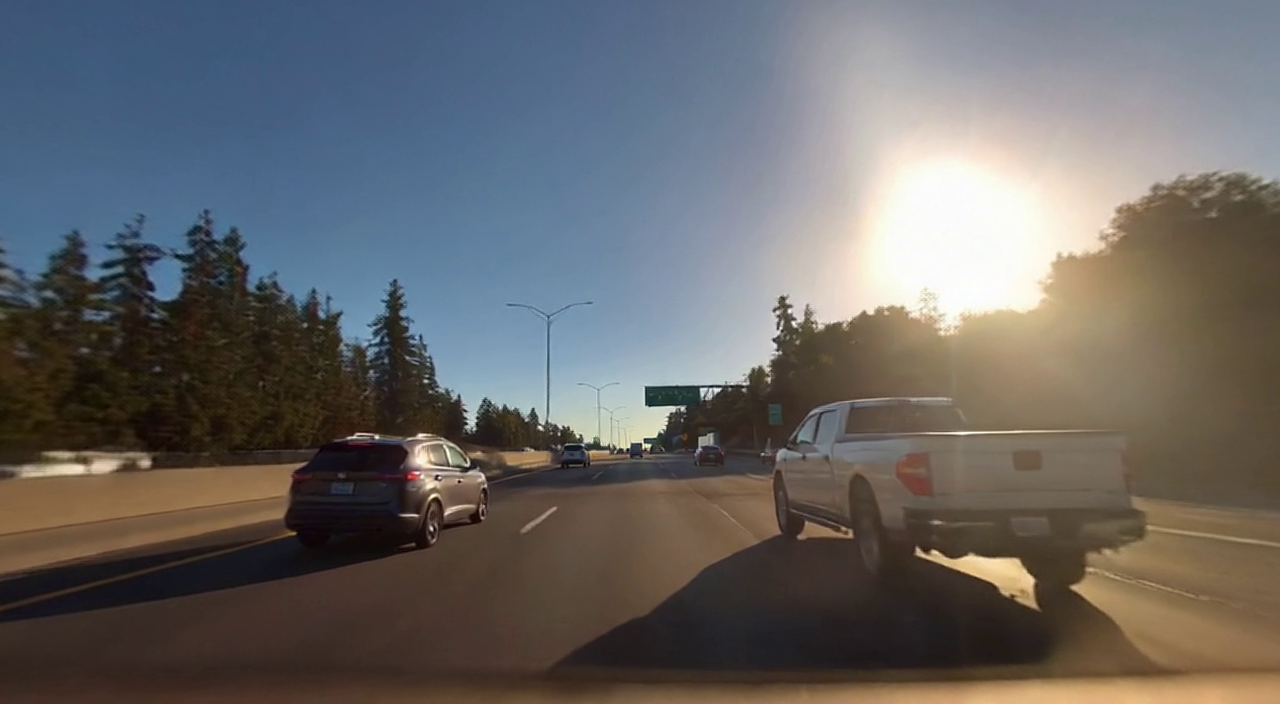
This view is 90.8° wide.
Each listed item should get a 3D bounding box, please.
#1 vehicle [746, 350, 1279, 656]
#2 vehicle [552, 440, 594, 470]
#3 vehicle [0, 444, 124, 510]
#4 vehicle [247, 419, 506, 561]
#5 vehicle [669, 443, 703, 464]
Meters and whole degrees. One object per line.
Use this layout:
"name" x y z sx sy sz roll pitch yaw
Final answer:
"vehicle" 2.764 1.329 6.772 2.200 1.870 5.649 0 -8 -1
"vehicle" -3.917 6.122 37.655 1.992 1.651 4.185 0 -8 0
"vehicle" -16.070 3.169 16.314 1.937 1.535 4.223 0 -8 -1
"vehicle" -3.585 1.962 9.724 2.119 1.654 4.353 0 -8 0
"vehicle" 3.305 7.413 46.226 2.007 1.469 4.337 0 -8 -1
